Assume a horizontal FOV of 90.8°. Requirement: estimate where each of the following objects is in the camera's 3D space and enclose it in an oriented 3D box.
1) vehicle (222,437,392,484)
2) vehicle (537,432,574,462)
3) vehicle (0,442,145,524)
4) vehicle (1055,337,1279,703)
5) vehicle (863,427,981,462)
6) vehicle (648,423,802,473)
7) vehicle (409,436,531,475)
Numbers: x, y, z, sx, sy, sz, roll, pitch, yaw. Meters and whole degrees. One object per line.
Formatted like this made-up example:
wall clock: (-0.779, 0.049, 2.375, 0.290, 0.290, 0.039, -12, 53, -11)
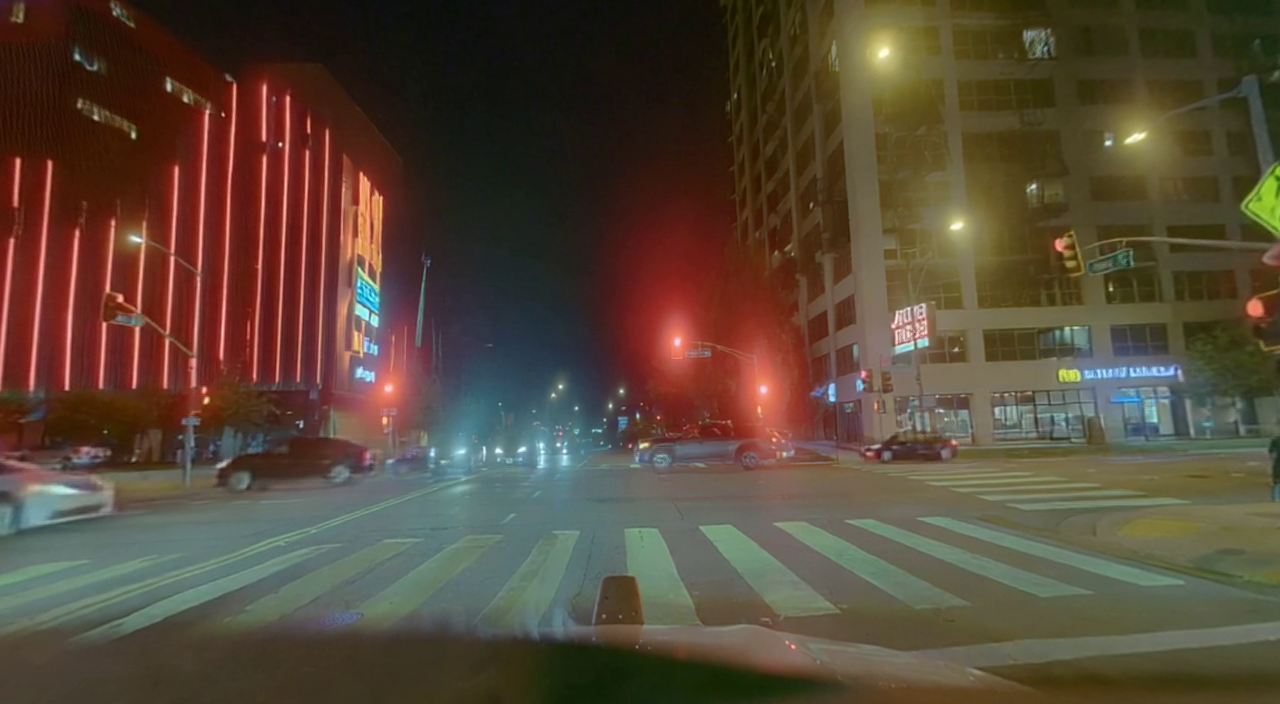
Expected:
vehicle: (-11.023, 3.611, 21.232, 4.643, 1.476, 1.820, 1, -9, -8)
vehicle: (-5.105, 5.803, 38.679, 1.976, 1.683, 4.117, 0, -8, -4)
vehicle: (-13.001, 2.526, 12.404, 4.758, 1.480, 1.849, 1, -8, -8)
vehicle: (3.017, 0.609, 0.869, 1.866, 1.654, 4.354, 0, -8, 0)
vehicle: (12.412, 4.086, 27.955, 4.475, 1.458, 1.681, 1, -9, -7)
vehicle: (2.688, 3.108, 20.540, 4.612, 1.521, 1.811, 1, -9, -9)
vehicle: (-6.629, 4.072, 25.056, 4.461, 1.443, 1.715, 1, -9, -9)
